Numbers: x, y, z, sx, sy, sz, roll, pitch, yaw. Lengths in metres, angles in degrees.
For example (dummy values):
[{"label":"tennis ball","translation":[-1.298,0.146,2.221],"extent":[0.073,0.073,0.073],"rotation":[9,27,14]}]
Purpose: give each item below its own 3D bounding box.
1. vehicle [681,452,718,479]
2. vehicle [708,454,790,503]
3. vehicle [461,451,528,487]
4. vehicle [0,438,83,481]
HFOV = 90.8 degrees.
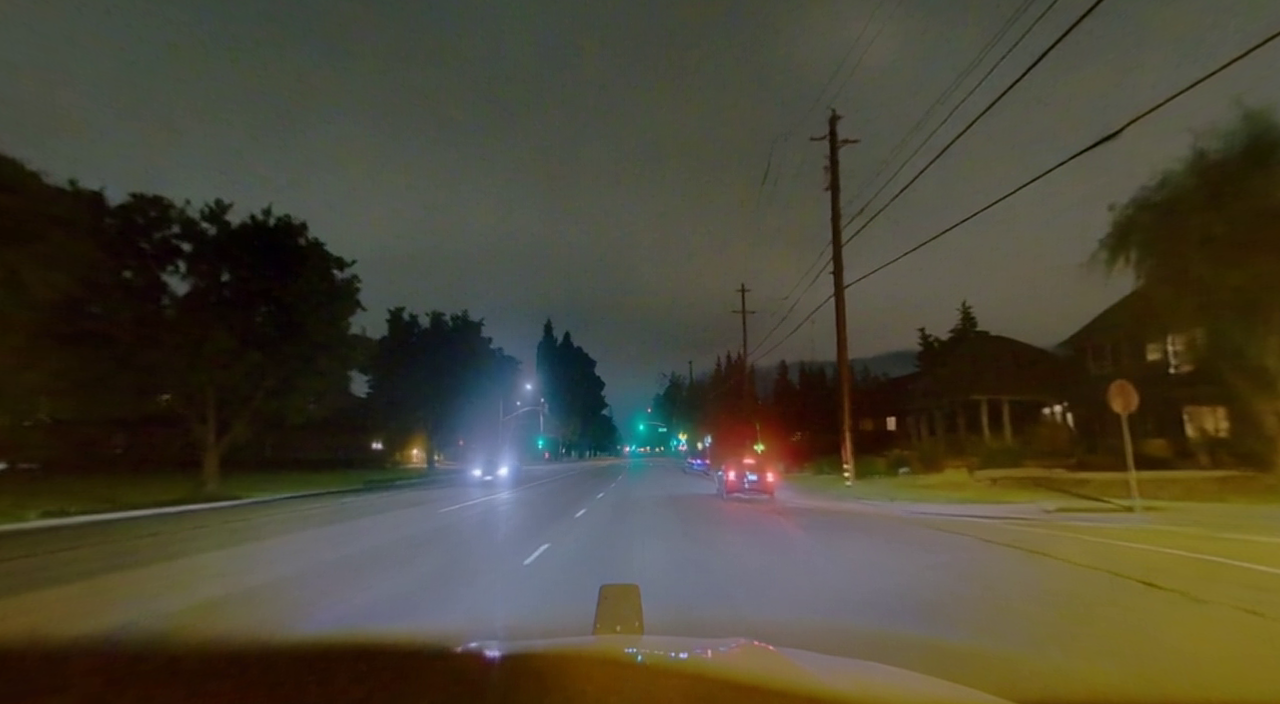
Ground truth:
[{"label":"vehicle","translation":[4.005,7.733,43.316],"extent":[2.020,1.690,4.621],"rotation":[0,-9,-1]},{"label":"vehicle","translation":[3.749,4.436,22.580],"extent":[2.031,1.500,4.590],"rotation":[0,-9,-1]},{"label":"vehicle","translation":[-6.529,5.295,28.863],"extent":[2.049,1.494,4.226],"rotation":[0,-9,1]},{"label":"vehicle","translation":[-28.657,4.831,28.482],"extent":[4.750,1.845,2.382],"rotation":[0,-9,-1]}]
